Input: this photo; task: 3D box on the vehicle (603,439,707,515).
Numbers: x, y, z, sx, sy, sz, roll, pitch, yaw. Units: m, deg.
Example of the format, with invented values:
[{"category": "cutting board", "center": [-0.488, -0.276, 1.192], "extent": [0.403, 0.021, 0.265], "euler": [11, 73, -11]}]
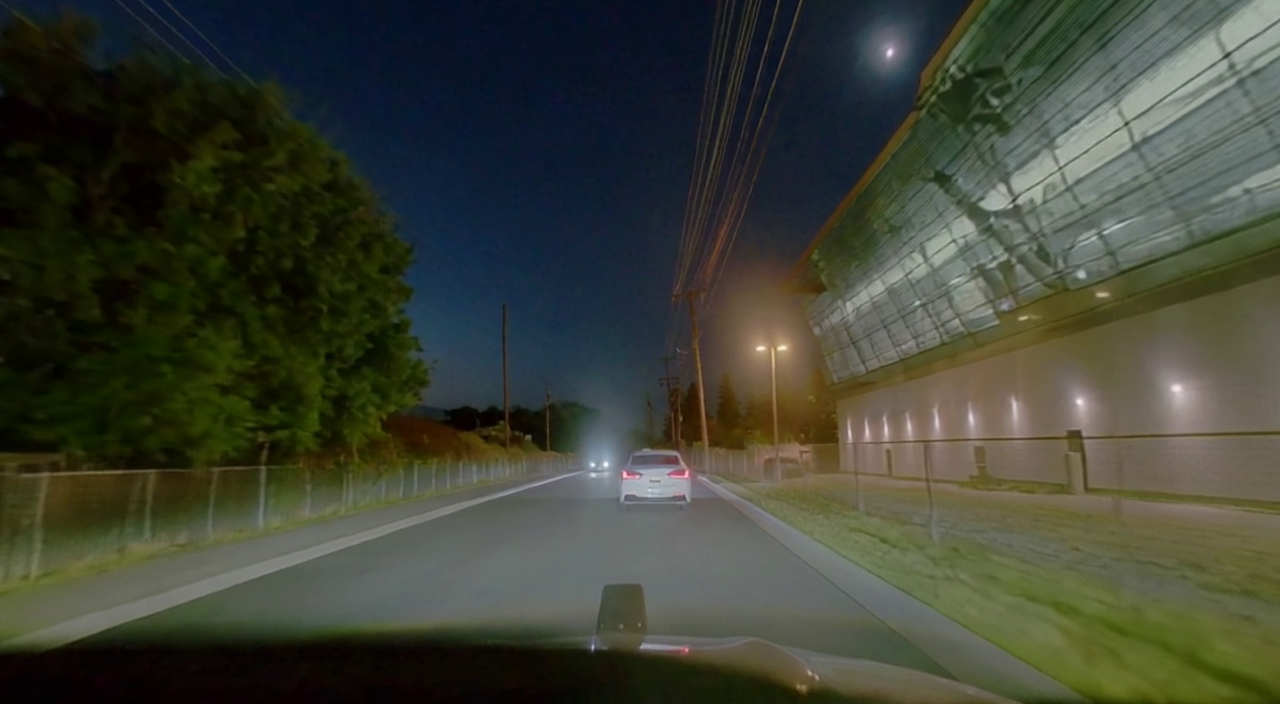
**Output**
[{"category": "vehicle", "center": [0.281, 2.766, 14.511], "extent": [2.060, 1.487, 3.920], "euler": [0, -8, 0]}]
